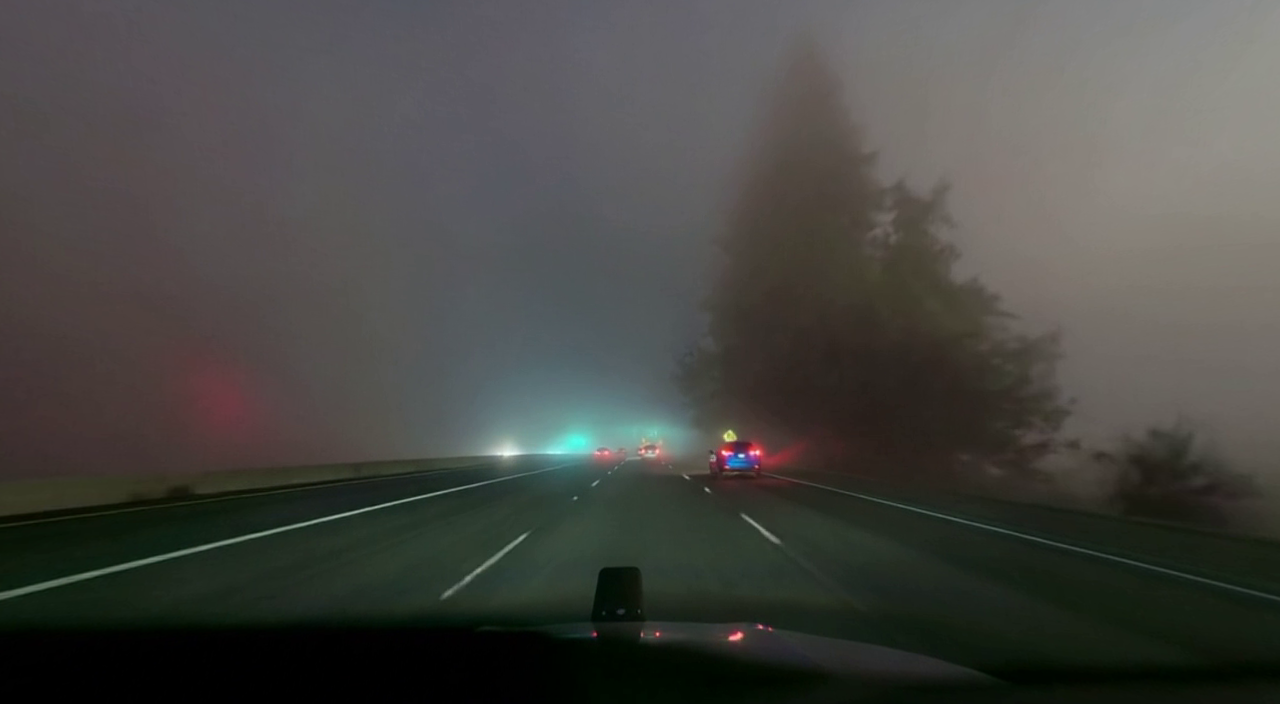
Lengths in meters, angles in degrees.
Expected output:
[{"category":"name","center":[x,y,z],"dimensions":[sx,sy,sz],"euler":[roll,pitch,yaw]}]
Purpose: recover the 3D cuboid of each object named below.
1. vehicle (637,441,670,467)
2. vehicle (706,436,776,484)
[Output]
[{"category":"vehicle","center":[0.929,7.373,45.737],"dimensions":[2.205,1.785,4.423],"euler":[0,-9,0]},{"category":"vehicle","center":[3.929,4.288,25.225],"dimensions":[2.082,1.720,4.393],"euler":[0,-9,0]}]
